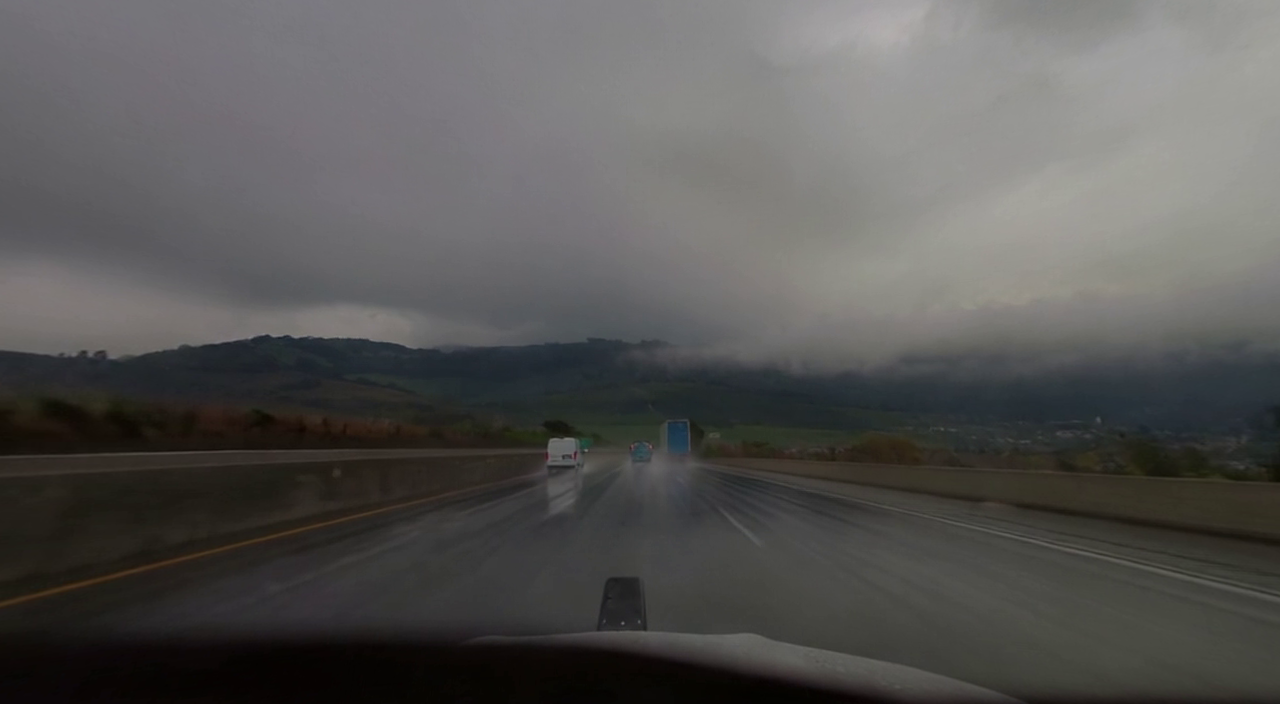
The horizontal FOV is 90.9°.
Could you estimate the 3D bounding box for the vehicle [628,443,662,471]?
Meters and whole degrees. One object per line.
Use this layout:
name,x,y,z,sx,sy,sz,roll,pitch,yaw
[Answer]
vehicle,0.366,6.954,41.754,2.166,1.747,4.299,0,-9,1

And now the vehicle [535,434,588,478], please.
vehicle,-3.811,5.148,31.286,1.955,2.004,4.792,0,-9,1
